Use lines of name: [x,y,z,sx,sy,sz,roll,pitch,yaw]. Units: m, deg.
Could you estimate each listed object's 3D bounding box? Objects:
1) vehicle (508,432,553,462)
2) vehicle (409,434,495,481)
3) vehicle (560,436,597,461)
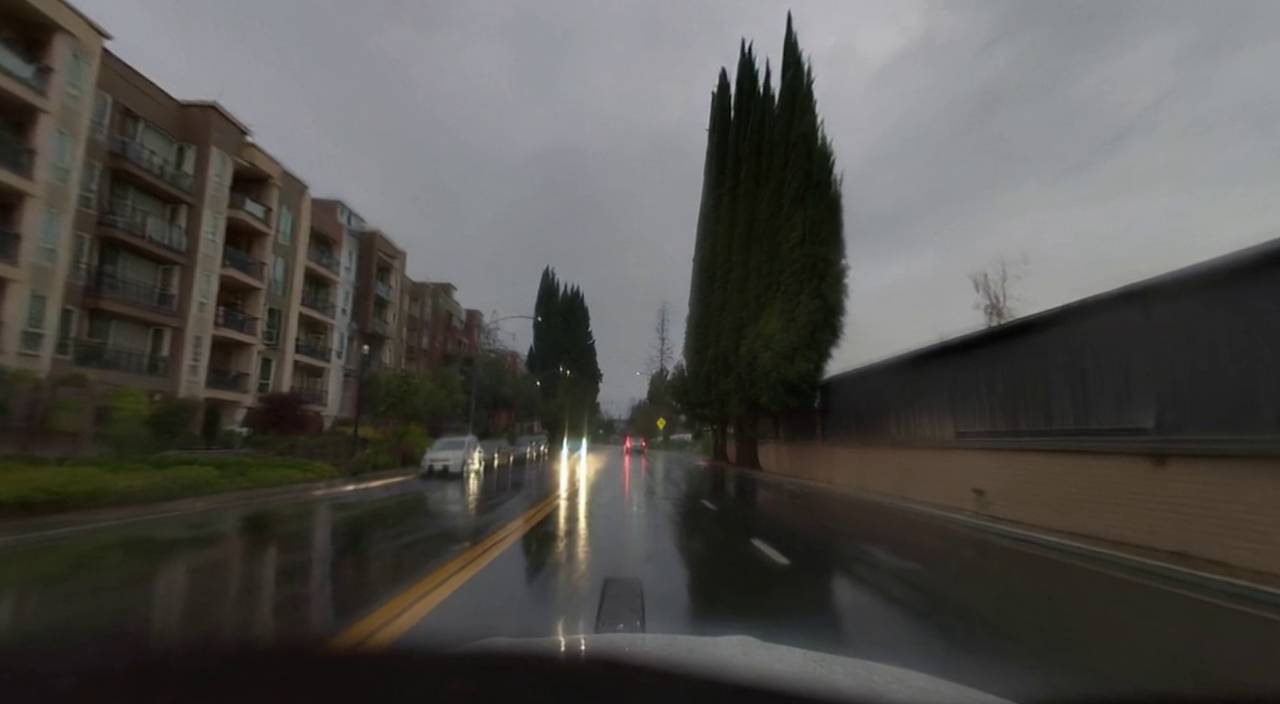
vehicle: [-7.445,6.496,43.368,2.098,1.851,4.817,2,-7,1]
vehicle: [-7.164,4.075,24.633,1.913,1.560,4.513,3,-8,0]
vehicle: [-4.258,6.784,44.336,2.170,1.631,4.299,0,-9,0]
